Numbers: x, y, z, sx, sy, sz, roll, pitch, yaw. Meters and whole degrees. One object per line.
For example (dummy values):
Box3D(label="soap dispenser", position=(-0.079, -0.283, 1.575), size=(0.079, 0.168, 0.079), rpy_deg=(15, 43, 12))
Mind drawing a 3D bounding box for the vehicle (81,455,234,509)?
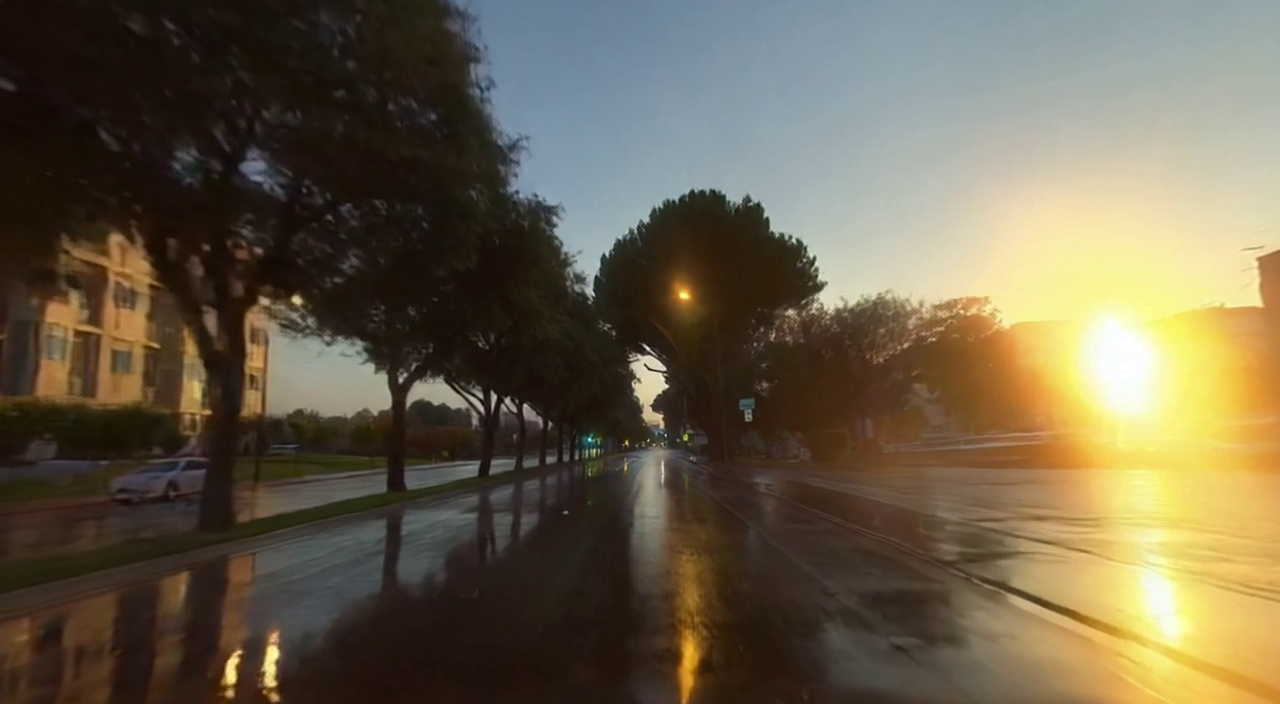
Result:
Box3D(label="vehicle", position=(-16.731, 4.493, 22.219), size=(1.807, 1.570, 4.557), rpy_deg=(-1, -9, 0))
